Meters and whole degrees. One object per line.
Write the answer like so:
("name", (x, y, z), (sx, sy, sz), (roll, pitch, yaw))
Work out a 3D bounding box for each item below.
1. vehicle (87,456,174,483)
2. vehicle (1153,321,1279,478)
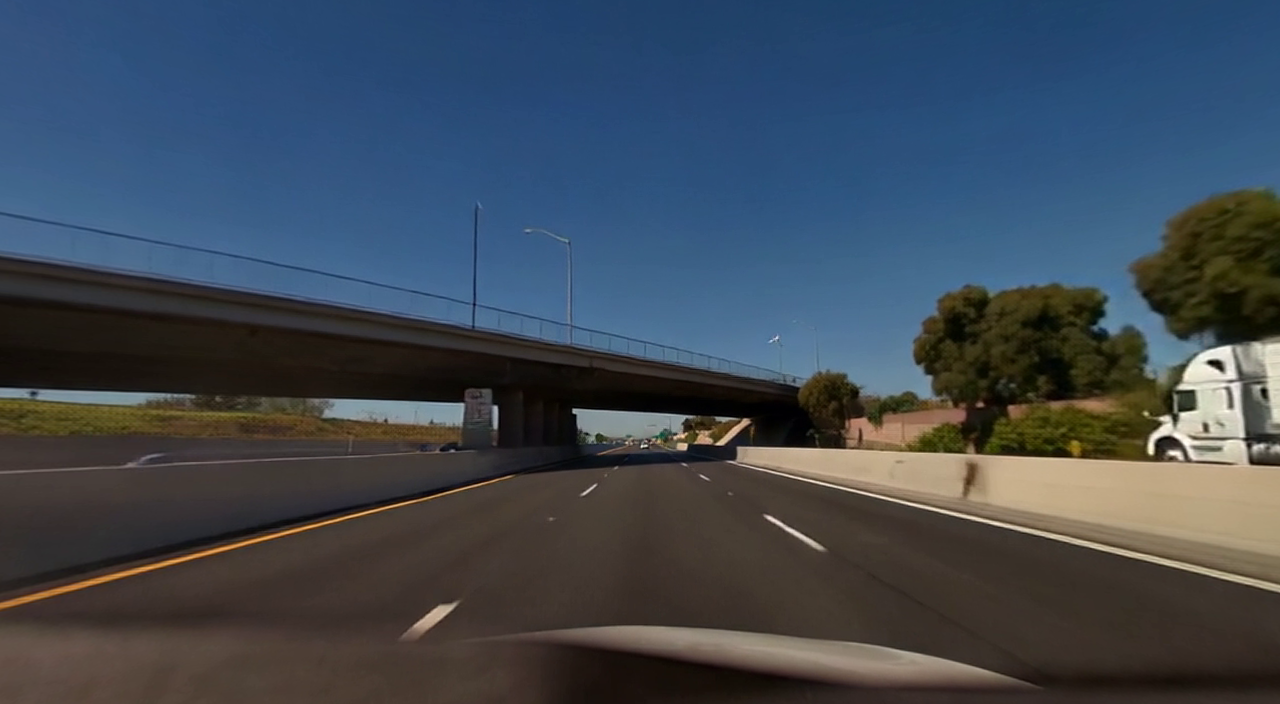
("vehicle", (-30.725, 7.066, 38.141), (1.792, 1.439, 4.062), (0, -8, 1))
("vehicle", (17.656, 1.239, 16.217), (2.905, 3.936, 6.134), (1, -8, -10))
